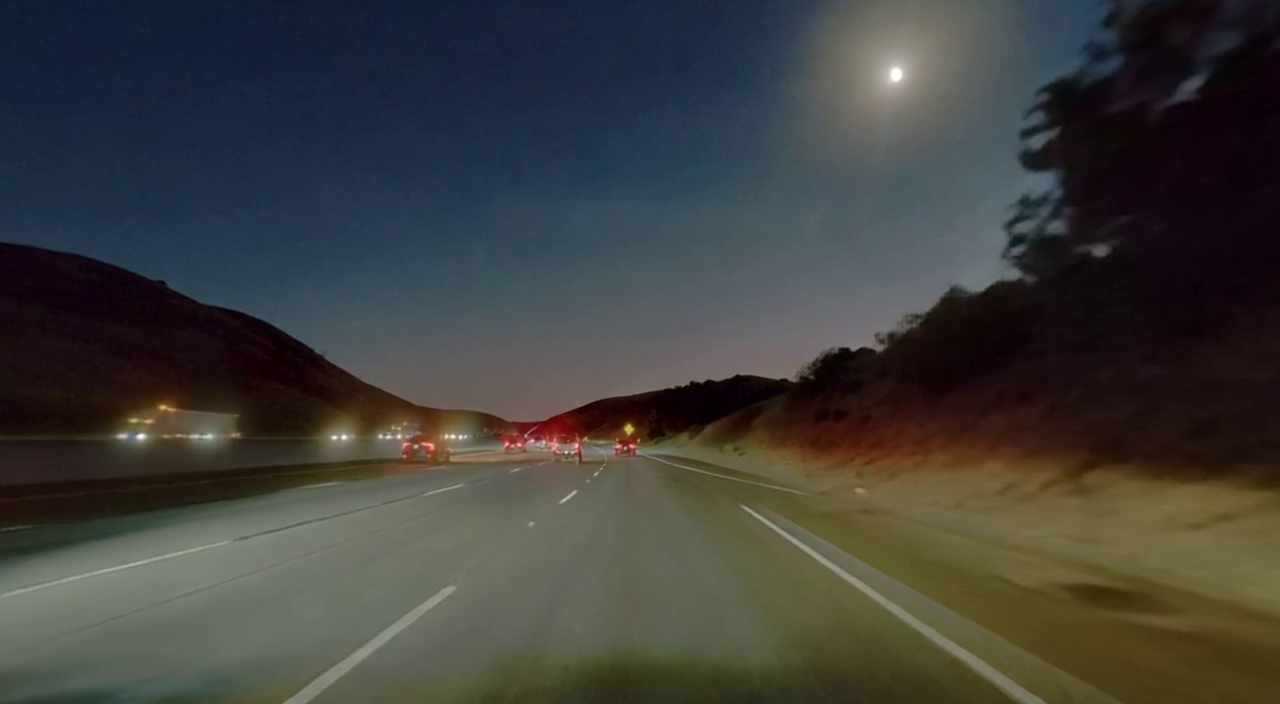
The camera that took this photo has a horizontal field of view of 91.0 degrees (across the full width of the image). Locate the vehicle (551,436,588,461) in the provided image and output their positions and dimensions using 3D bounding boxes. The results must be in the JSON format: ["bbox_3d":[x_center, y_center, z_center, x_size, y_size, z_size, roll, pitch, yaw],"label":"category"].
[{"bbox_3d":[-4.776,6.597,43.110,2.060,1.631,4.214,0,-8,-1],"label":"vehicle"}]

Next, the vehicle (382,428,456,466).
[{"bbox_3d":[-11.858,5.155,34.248,2.219,1.923,4.985,0,-8,0],"label":"vehicle"}]

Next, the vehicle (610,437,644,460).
[{"bbox_3d":[-1.010,7.166,46.906,2.421,1.594,4.248,0,-8,-2],"label":"vehicle"}]
